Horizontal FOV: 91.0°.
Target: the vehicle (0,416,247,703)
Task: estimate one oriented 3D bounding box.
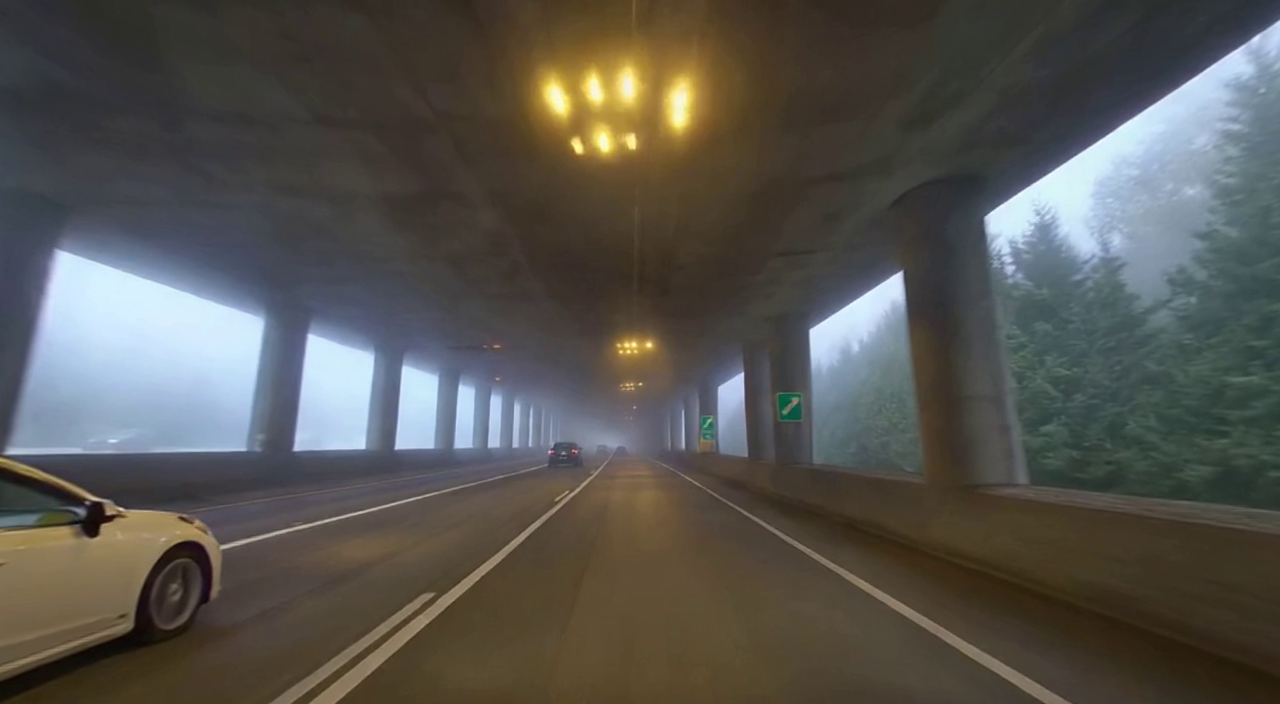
[{"bbox_3d":[-3.931,0.978,2.589,1.885,1.424,4.230,-1,-8,0],"label":"vehicle"}]

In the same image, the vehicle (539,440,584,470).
[{"bbox_3d":[-4.160,5.525,34.111,1.973,1.474,4.199,0,-8,-1],"label":"vehicle"}]
